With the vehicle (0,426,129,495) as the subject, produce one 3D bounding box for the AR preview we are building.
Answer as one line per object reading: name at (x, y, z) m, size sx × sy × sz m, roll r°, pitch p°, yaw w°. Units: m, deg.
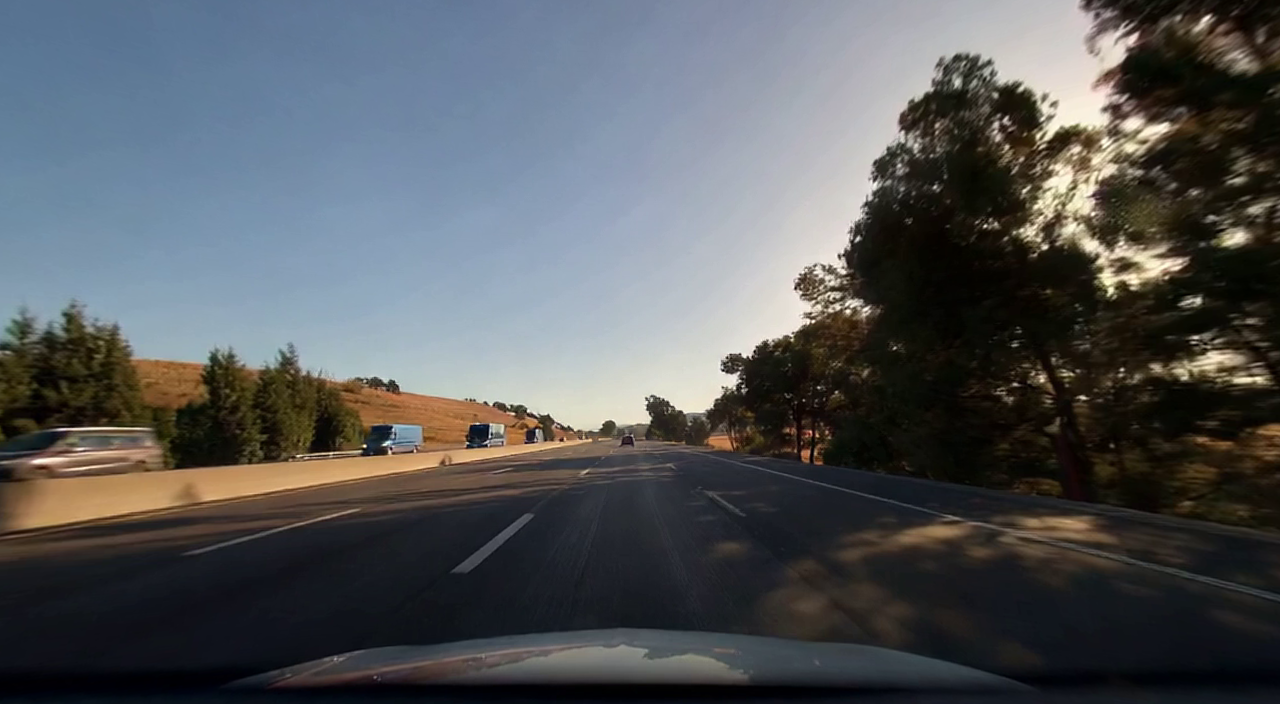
vehicle at (-19.722, 3.379, 19.933) m, size 2.226 × 1.973 × 5.740 m, roll 0°, pitch -8°, yaw 0°
